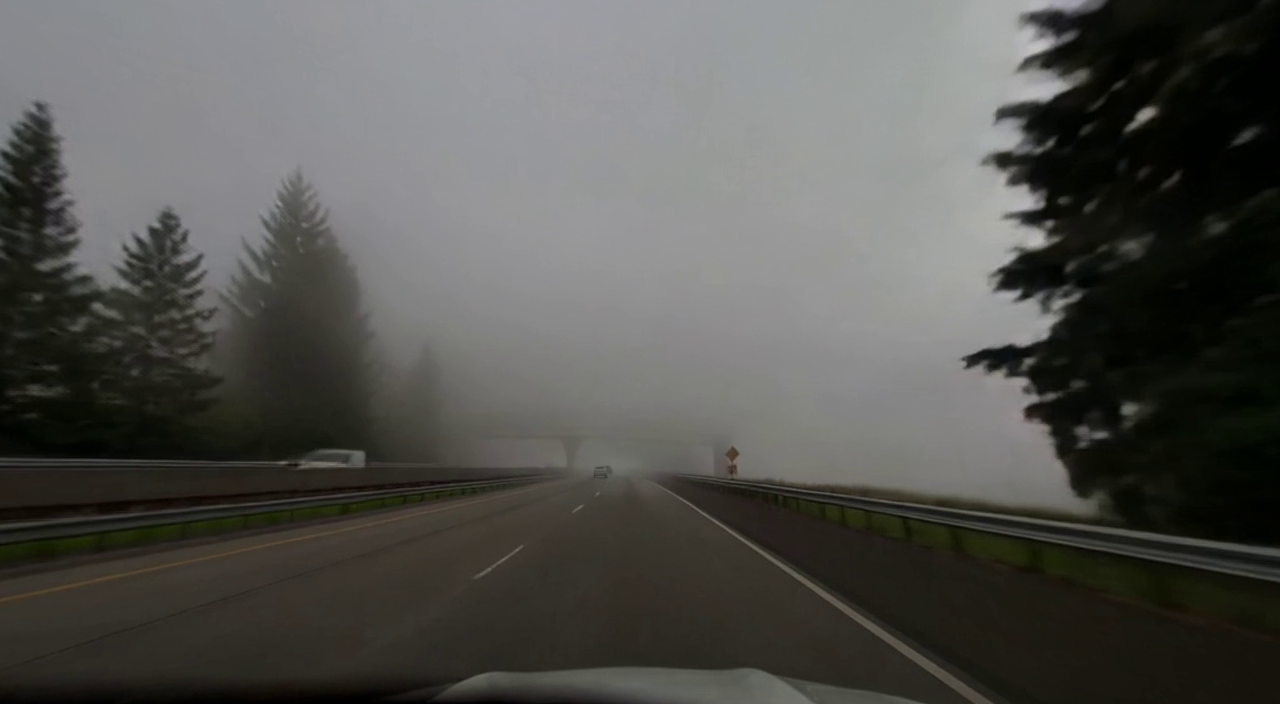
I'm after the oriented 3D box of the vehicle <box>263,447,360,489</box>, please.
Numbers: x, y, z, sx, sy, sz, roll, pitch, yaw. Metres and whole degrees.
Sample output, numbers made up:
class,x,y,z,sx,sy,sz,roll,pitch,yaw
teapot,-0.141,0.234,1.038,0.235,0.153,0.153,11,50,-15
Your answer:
class,x,y,z,sx,sy,sz,roll,pitch,yaw
vehicle,-13.292,4.749,25.759,1.815,1.537,3.842,1,-11,0
